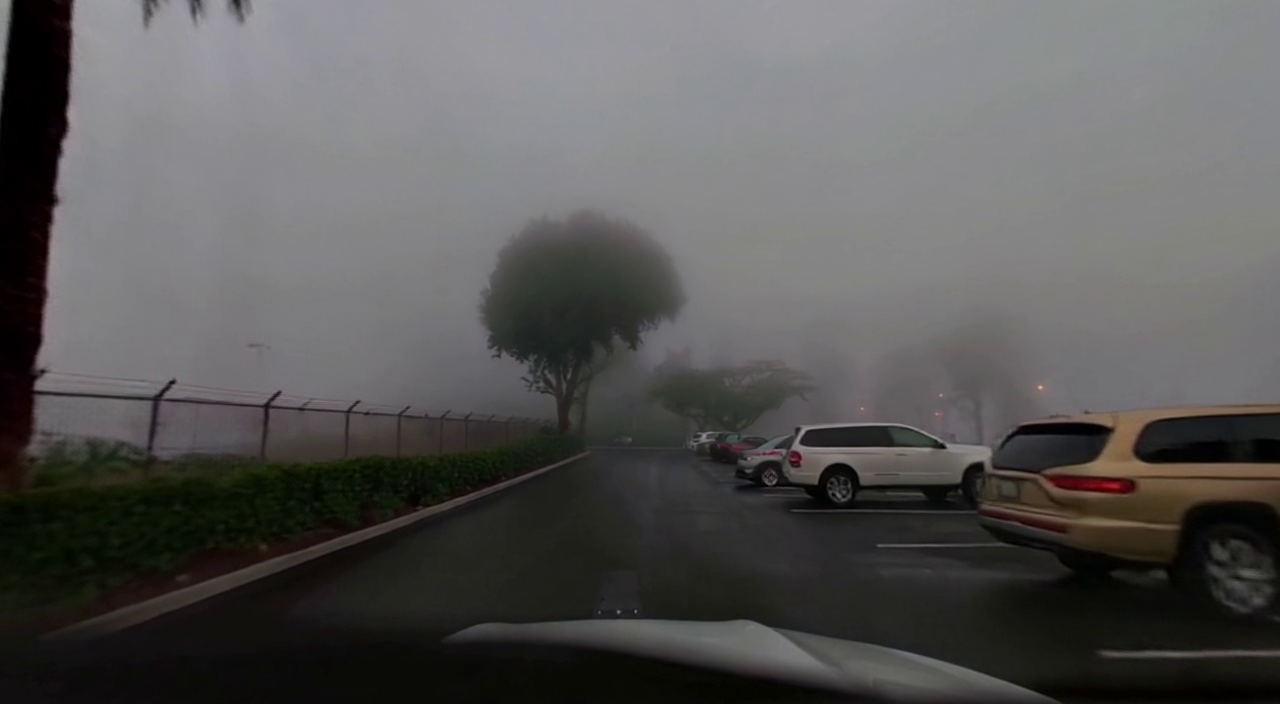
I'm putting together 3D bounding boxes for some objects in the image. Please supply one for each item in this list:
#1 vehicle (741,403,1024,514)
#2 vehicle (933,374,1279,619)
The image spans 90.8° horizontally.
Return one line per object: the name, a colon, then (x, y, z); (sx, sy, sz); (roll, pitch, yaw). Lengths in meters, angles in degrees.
vehicle: (5.320, 2.372, 14.558); (5.639, 2.033, 2.172); (2, -7, 4)
vehicle: (5.985, 1.240, 5.998); (5.381, 1.826, 2.047); (0, -8, -3)
